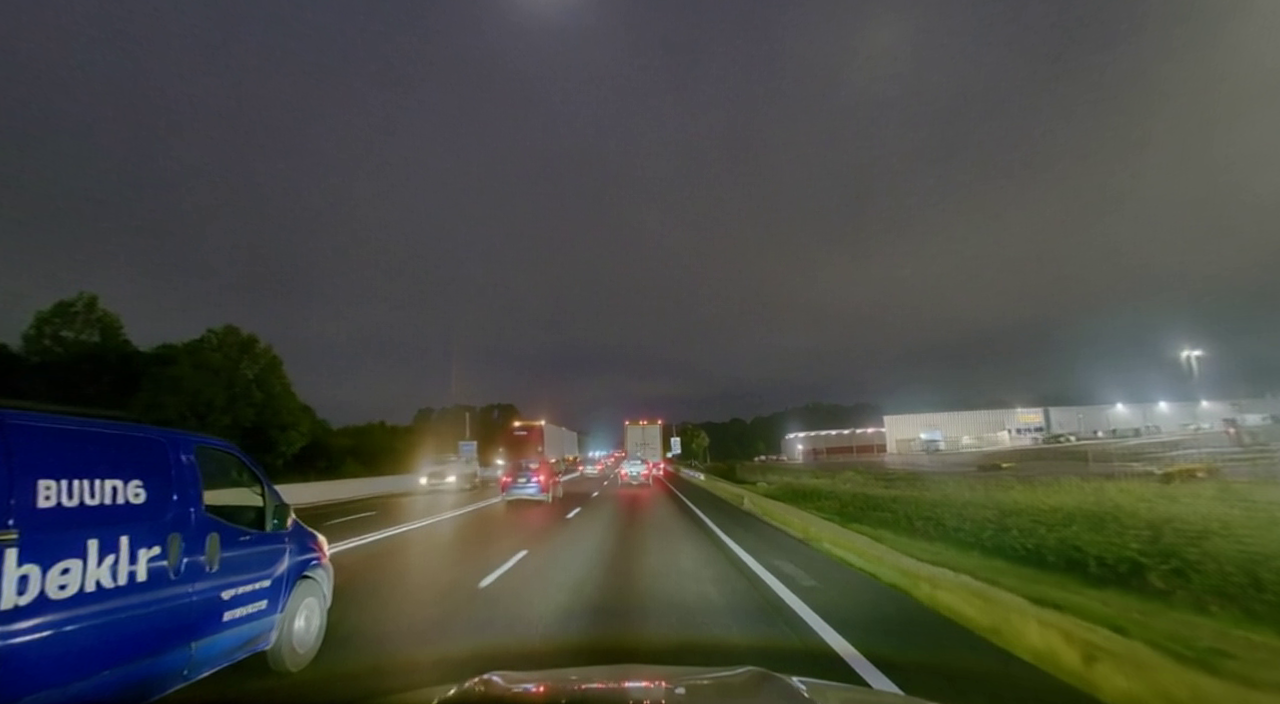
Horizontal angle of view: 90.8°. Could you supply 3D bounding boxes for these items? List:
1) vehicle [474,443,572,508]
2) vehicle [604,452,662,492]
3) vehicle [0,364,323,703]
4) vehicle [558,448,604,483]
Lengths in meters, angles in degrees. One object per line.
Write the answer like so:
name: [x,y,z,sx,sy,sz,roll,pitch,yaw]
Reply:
vehicle: [-3.185,3.457,18.067,1.937,1.600,4.141,-1,-9,1]
vehicle: [-0.253,4.641,24.796,2.095,1.393,3.908,0,-9,0]
vehicle: [-3.234,0.870,1.945,2.117,1.688,4.582,0,-9,0]
vehicle: [-3.022,5.925,33.167,1.994,1.663,4.047,-1,-9,1]
